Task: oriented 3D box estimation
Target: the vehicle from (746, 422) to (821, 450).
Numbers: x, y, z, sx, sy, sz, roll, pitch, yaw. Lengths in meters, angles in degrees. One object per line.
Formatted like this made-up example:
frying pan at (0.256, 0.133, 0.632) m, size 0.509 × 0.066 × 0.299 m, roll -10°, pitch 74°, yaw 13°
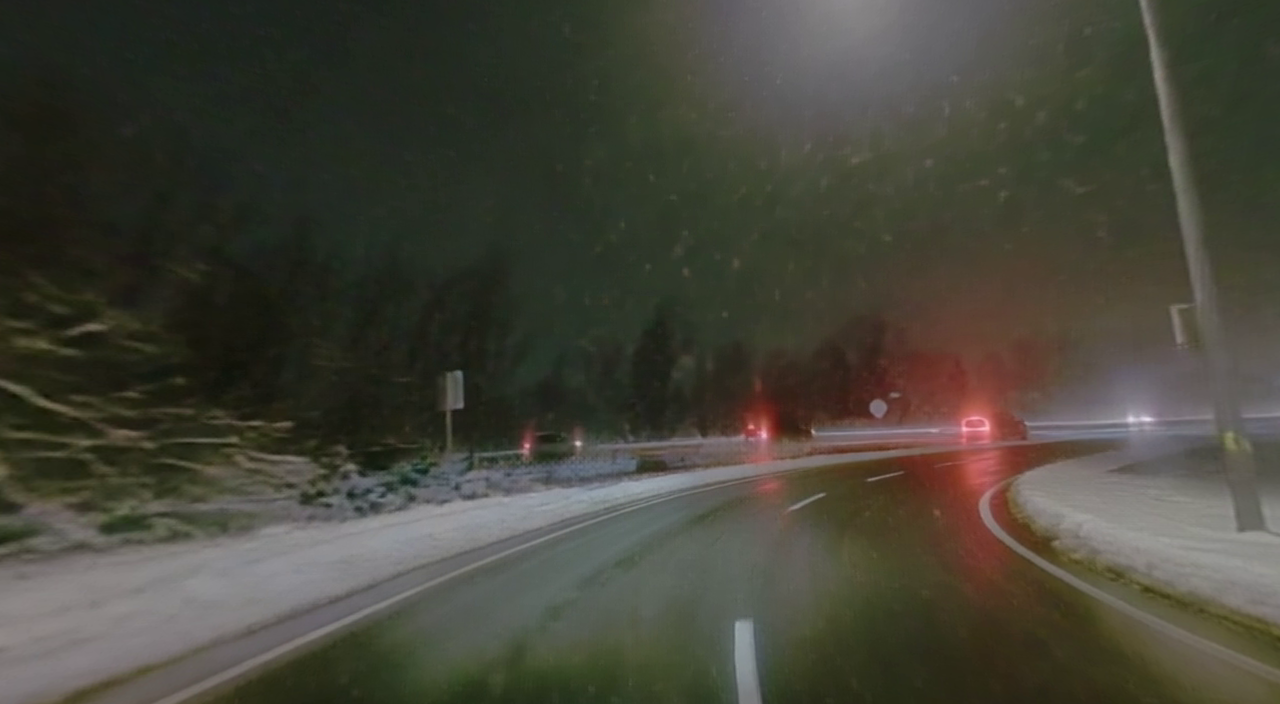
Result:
vehicle at (8.558, 5.049, 37.637) m, size 3.990 × 1.549 × 1.971 m, roll 5°, pitch -10°, yaw -26°

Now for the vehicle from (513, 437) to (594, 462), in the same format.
vehicle at (-5.788, 6.548, 42.294) m, size 4.957 × 1.593 × 1.871 m, roll 5°, pitch -10°, yaw -28°
